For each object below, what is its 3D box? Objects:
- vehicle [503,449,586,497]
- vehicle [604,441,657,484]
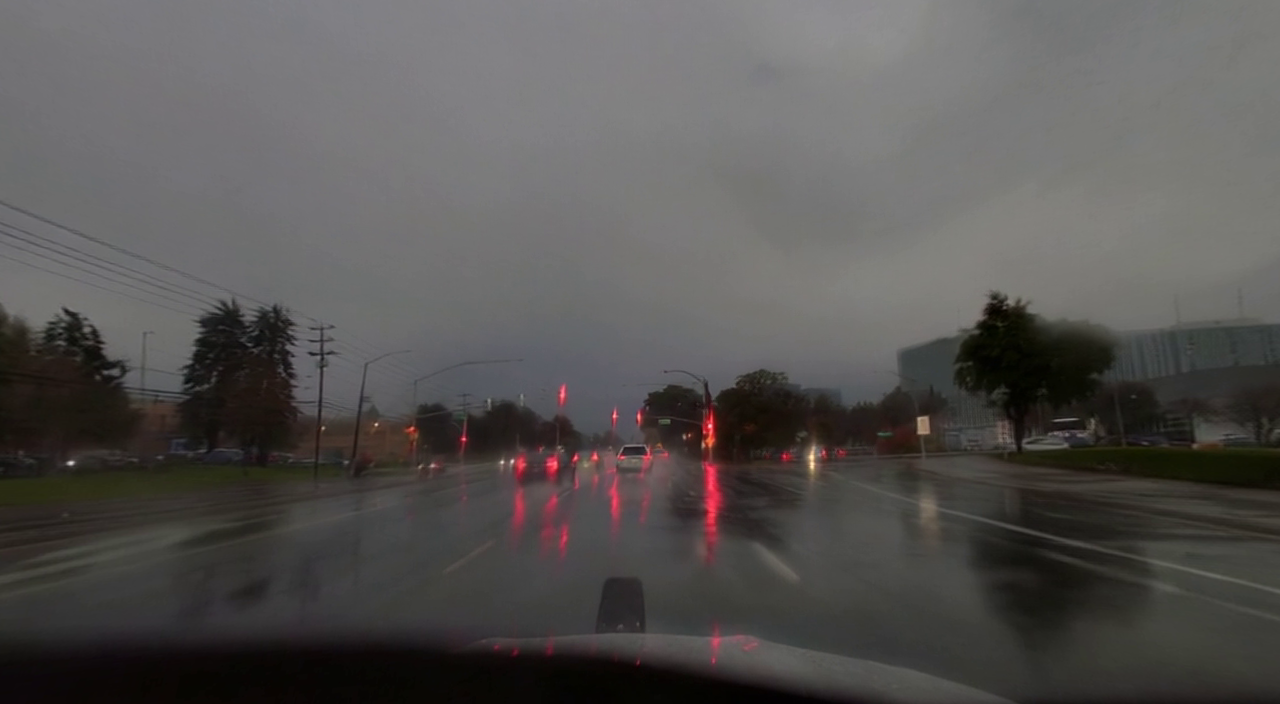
[{"bbox_3d":[-3.133,4.073,21.719,2.064,1.464,4.373,0,-8,2],"label":"vehicle"},{"bbox_3d":[-0.383,5.130,29.540,2.276,1.850,3.897,0,-8,1],"label":"vehicle"}]
